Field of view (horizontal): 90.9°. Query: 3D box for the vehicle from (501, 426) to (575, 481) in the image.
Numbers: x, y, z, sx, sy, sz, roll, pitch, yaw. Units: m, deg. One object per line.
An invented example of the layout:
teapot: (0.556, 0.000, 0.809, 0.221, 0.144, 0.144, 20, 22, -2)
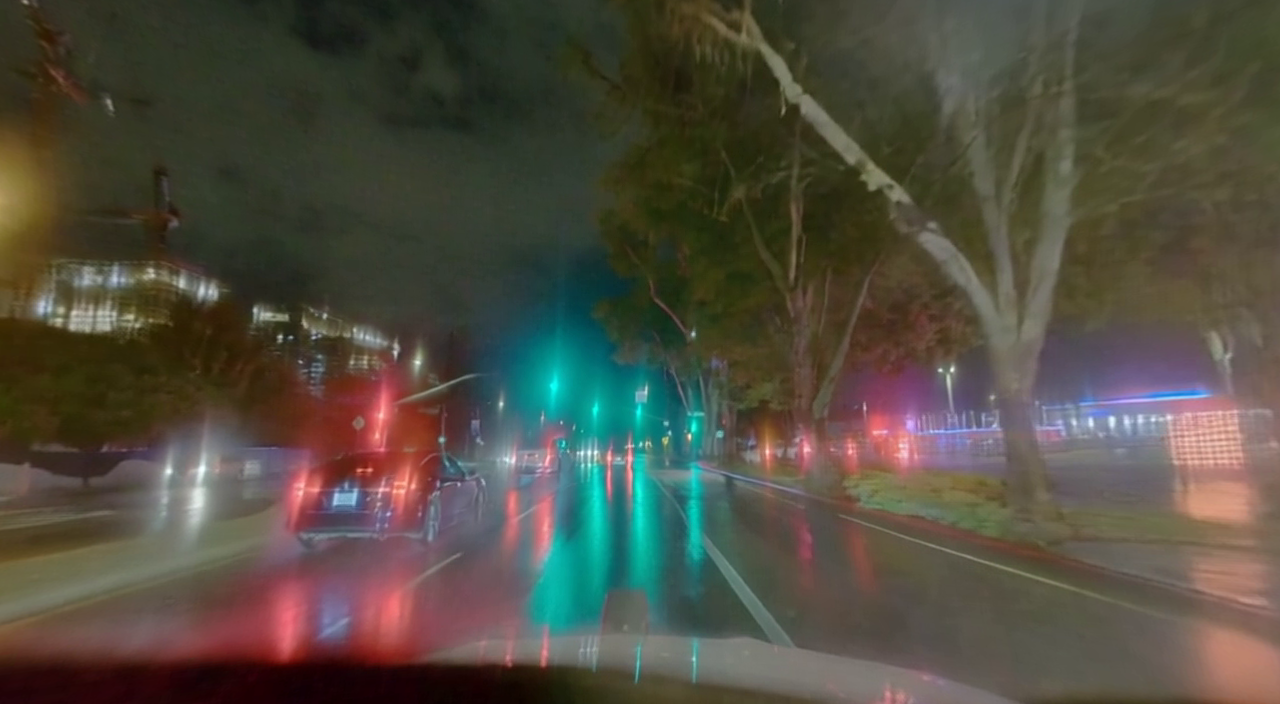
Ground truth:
vehicle: (-4.098, 4.167, 26.114, 2.240, 2.054, 4.662, 0, -8, 1)

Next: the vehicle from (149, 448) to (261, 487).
vehicle: (-19.884, 5.261, 29.084, 2.029, 1.637, 4.338, 0, -8, 0)

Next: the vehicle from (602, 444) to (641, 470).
vehicle: (-1.083, 6.242, 37.673, 2.171, 1.422, 4.146, 0, -8, -1)

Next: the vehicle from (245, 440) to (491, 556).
vehicle: (-3.892, 2.149, 10.093, 1.959, 1.406, 4.527, 0, -8, -1)
